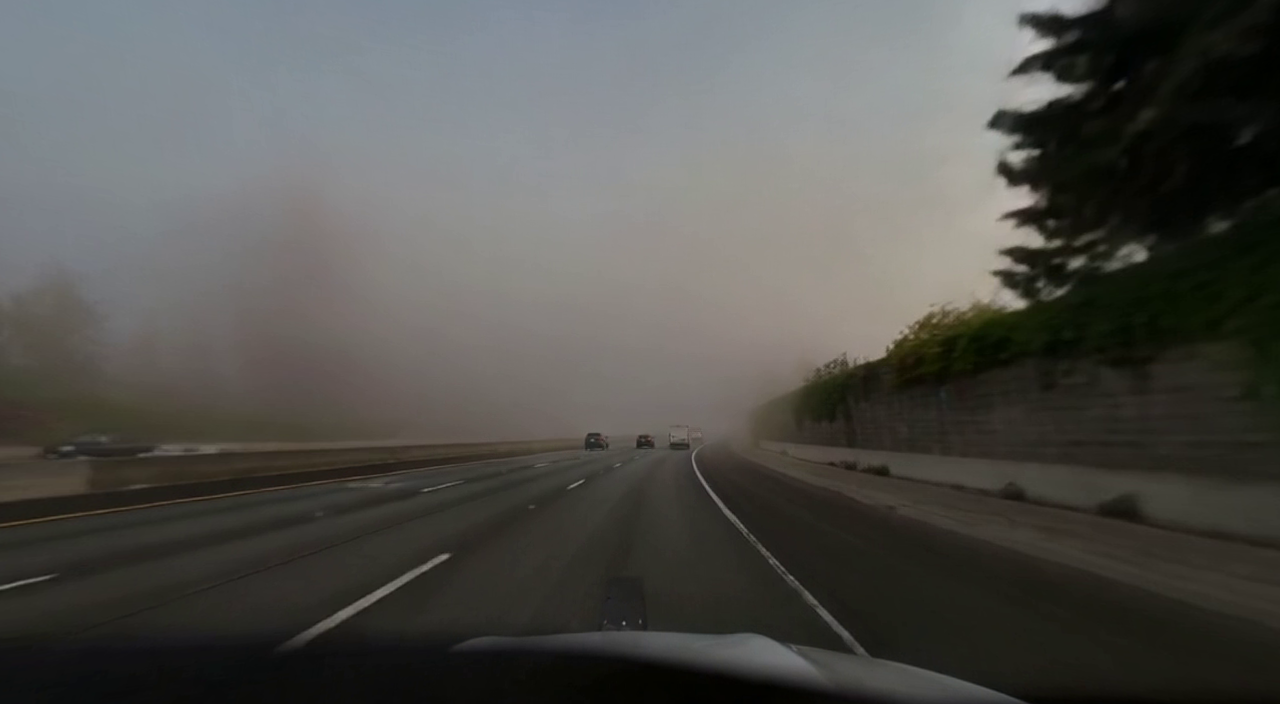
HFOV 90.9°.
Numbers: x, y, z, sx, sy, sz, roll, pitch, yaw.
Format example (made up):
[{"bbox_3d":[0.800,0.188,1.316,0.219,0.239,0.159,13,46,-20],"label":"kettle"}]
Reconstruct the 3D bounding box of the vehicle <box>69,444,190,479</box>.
[{"bbox_3d":[-24.637,5.255,30.684,1.857,1.523,4.621,0,-8,3],"label":"vehicle"}]
